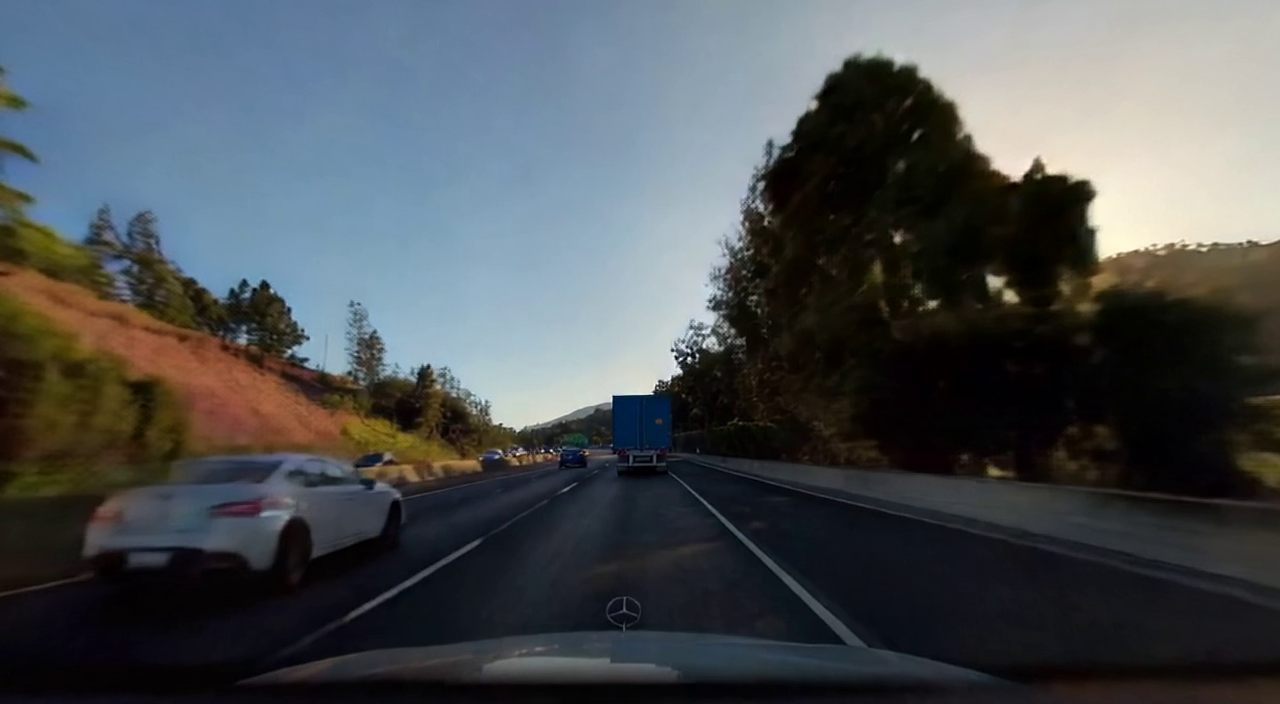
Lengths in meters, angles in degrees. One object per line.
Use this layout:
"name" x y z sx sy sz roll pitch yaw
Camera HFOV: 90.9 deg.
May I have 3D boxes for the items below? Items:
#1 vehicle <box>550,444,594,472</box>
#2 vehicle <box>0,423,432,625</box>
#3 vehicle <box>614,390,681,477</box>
"vehicle" -4.063 6.415 38.294 2.074 1.546 4.946 0 -9 0
"vehicle" -4.316 1.666 7.145 2.206 1.478 4.824 0 -9 1
"vehicle" 0.252 4.396 33.010 2.959 3.828 9.617 0 -9 -1
